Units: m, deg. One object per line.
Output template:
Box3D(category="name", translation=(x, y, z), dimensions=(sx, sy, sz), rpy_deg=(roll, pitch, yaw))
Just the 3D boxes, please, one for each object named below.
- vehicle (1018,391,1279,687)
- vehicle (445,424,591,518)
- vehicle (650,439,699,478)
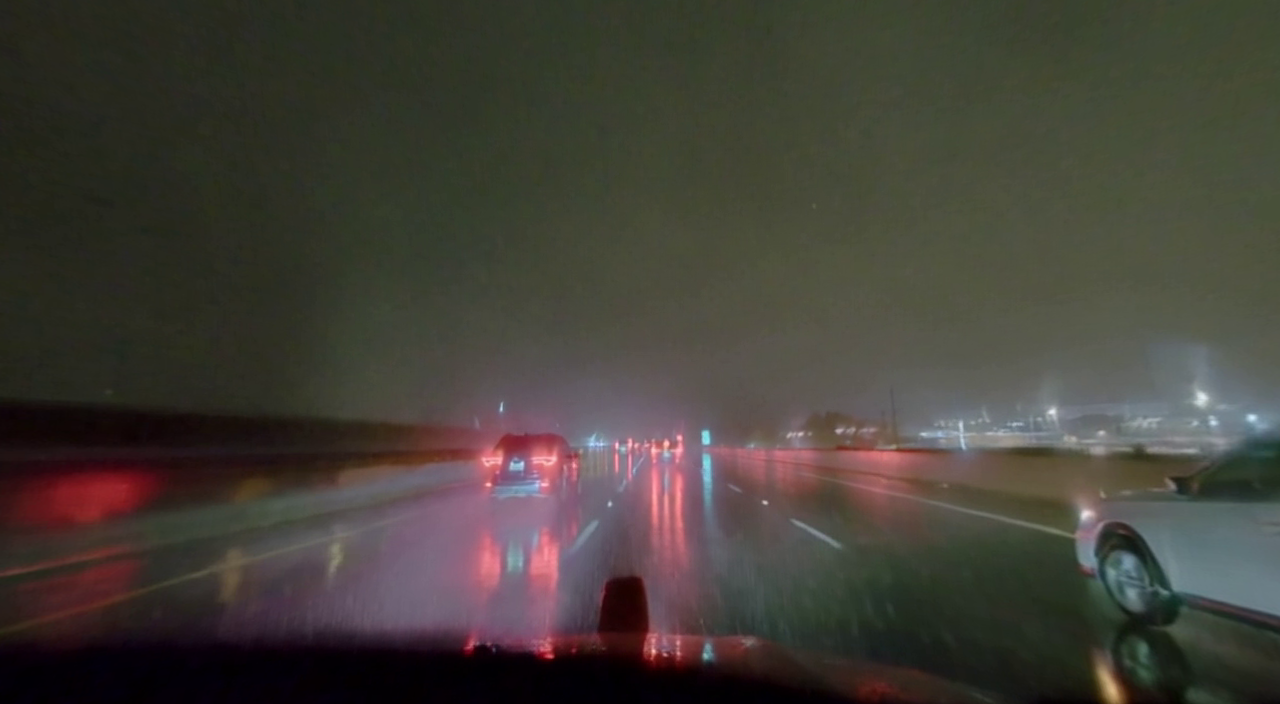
Box3D(category="vehicle", translation=(4.479, 1.018, 3.465), dimensions=(2.027, 1.588, 4.611), rpy_deg=(0, -8, 2))
Box3D(category="vehicle", translation=(-2.502, 2.607, 14.355), dimensions=(2.239, 1.761, 4.620), rpy_deg=(-1, -8, 2))
Box3D(category="vehicle", translation=(1.448, 4.685, 28.032), dimensions=(2.000, 1.558, 3.945), rpy_deg=(0, -8, 1))
